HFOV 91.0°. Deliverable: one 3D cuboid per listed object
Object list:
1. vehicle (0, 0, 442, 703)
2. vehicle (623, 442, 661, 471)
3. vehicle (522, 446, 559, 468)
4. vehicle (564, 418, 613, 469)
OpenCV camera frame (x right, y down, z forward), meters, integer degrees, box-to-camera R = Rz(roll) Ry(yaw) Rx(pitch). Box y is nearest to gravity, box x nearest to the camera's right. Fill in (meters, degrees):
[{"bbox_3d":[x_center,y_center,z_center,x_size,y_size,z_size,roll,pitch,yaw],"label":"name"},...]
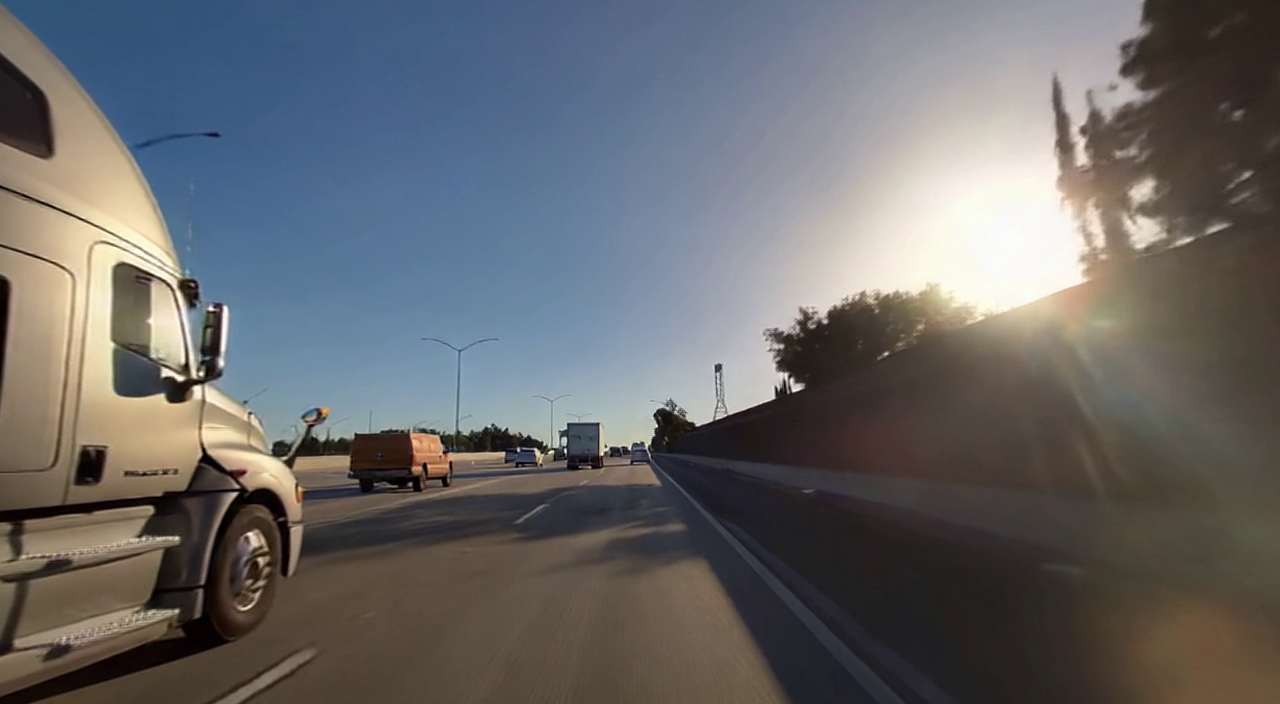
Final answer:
[{"bbox_3d":[-3.676,0.079,1.833,3.025,3.266,9.256,0,-9,1],"label":"vehicle"},{"bbox_3d":[0.129,6.292,38.224,2.178,1.640,4.071,0,-9,1],"label":"vehicle"},{"bbox_3d":[-7.175,7.635,45.822,1.962,1.489,4.002,0,-9,1],"label":"vehicle"},{"bbox_3d":[-3.567,6.696,46.002,2.956,3.331,9.575,0,-9,-1],"label":"vehicle"}]
